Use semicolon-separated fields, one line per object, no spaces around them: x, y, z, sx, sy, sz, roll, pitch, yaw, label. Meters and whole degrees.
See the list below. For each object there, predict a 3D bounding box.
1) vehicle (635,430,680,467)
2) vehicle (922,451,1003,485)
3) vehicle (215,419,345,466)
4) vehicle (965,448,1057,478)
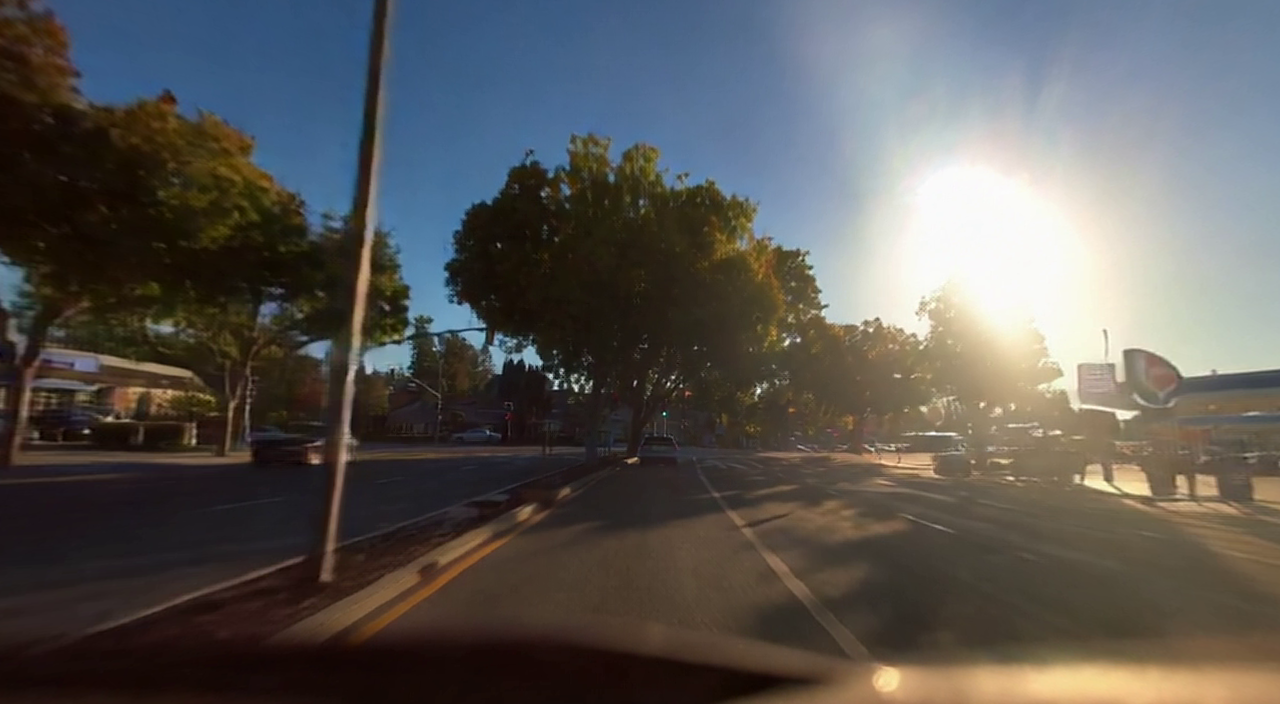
0.883;4.785;31.368;2.055;1.655;4.204;-1;-8;2;vehicle
15.334;5.499;30.370;2.099;1.464;4.615;-2;-9;9;vehicle
-12.398;3.170;22.115;2.027;1.486;4.105;-1;-8;2;vehicle
21.163;6.325;36.083;4.331;1.604;1.858;2;-9;-14;vehicle
